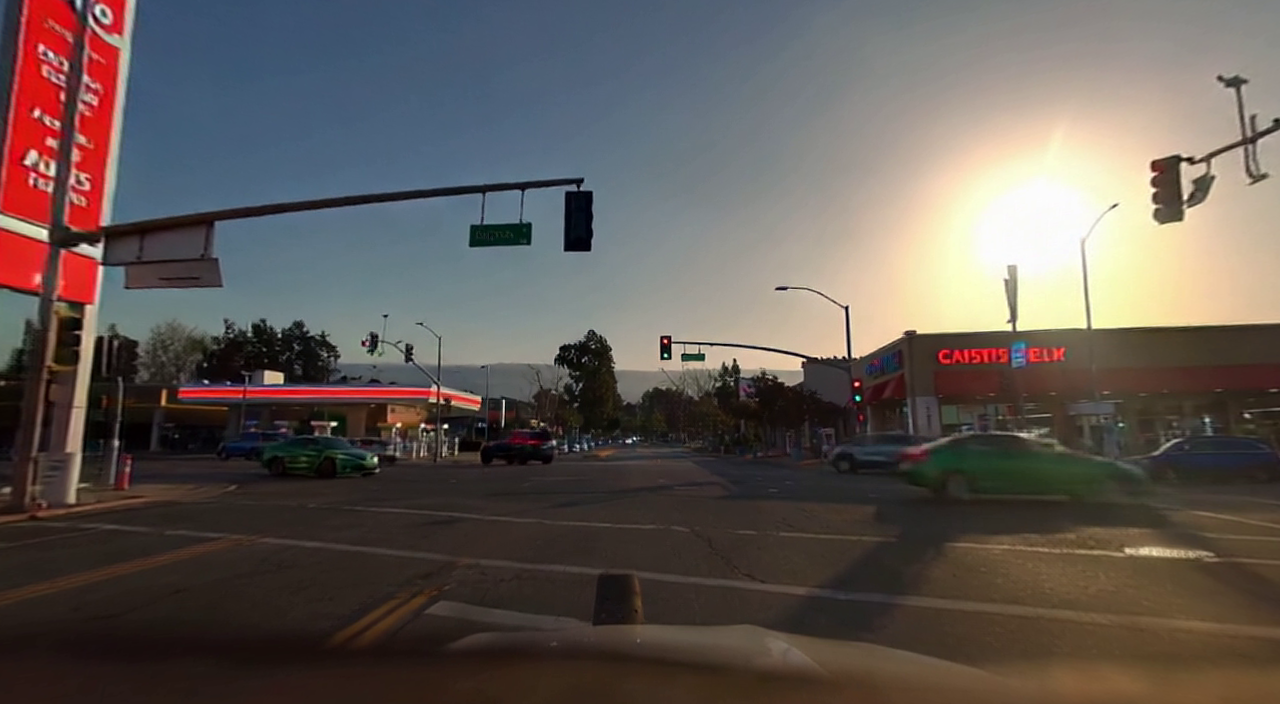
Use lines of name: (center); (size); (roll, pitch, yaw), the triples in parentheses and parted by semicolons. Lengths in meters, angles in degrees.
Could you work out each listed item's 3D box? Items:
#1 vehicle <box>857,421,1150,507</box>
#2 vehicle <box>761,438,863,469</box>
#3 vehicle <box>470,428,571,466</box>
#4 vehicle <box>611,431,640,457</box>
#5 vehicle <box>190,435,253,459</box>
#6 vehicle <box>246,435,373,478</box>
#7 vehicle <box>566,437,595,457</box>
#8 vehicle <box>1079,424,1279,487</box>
vehicle: (7.158, 2.252, 12.996); (4.806, 1.482, 1.862); (-5, -9, 27)
vehicle: (8.572, 5.098, 31.900); (1.831, 1.467, 4.792); (6, -10, -36)
vehicle: (-5.710, 4.528, 30.177); (4.562, 1.676, 1.819); (-5, -9, 27)
vehicle: (-1.134, 6.874, 47.070); (2.083, 1.764, 5.011); (0, -8, -3)
vehicle: (-31.377, 7.155, 47.335); (4.433, 1.717, 1.839); (-5, -9, 27)
vehicle: (-12.461, 3.902, 23.754); (4.670, 1.458, 1.959); (-5, -10, 30)
vehicle: (-4.595, 7.387, 49.168); (2.003, 1.481, 4.091); (0, -8, -2)
vehicle: (14.673, 2.713, 16.692); (4.681, 1.495, 2.096); (-4, -9, 26)
